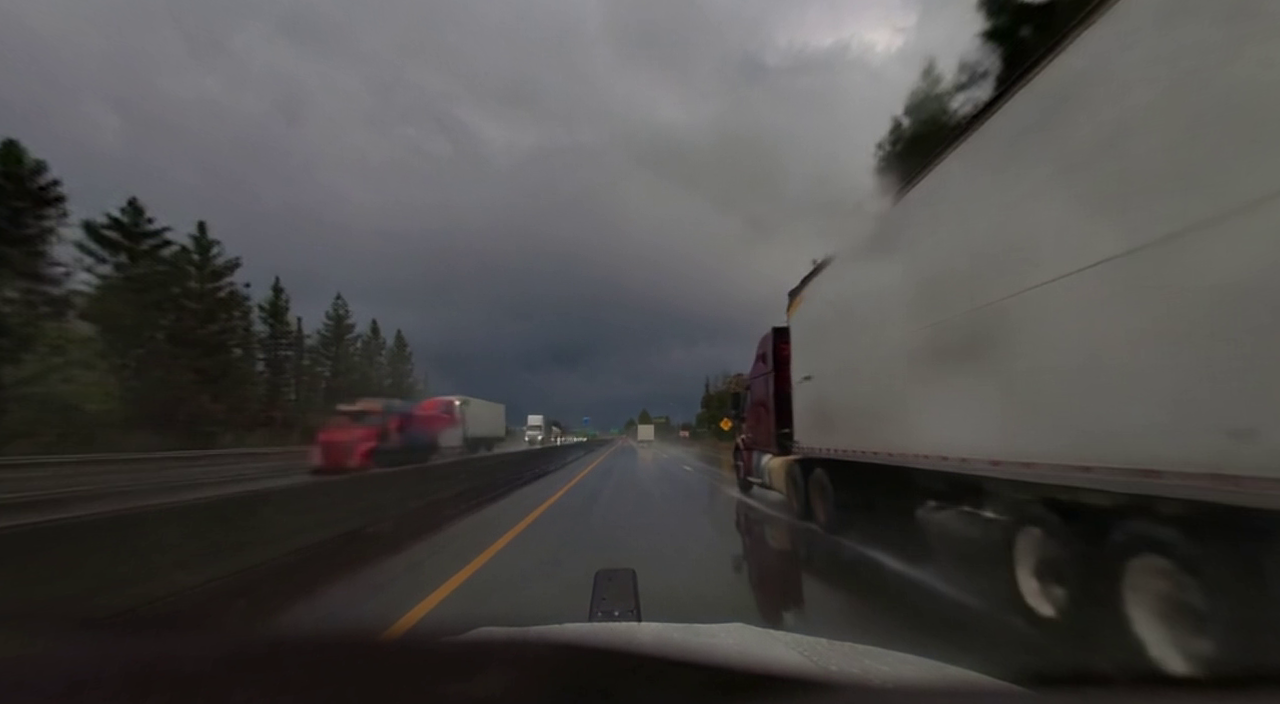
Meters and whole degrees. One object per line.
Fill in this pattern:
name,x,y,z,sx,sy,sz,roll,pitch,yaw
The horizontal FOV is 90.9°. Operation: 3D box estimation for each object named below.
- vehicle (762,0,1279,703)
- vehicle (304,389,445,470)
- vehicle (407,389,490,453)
vehicle,3.952,0.174,6.866,2.911,3.994,10.840,0,-8,-1
vehicle,-9.594,2.942,23.737,2.261,2.615,6.889,0,-8,0
vehicle,-13.088,4.938,44.174,2.933,4.039,9.567,0,-8,-1
